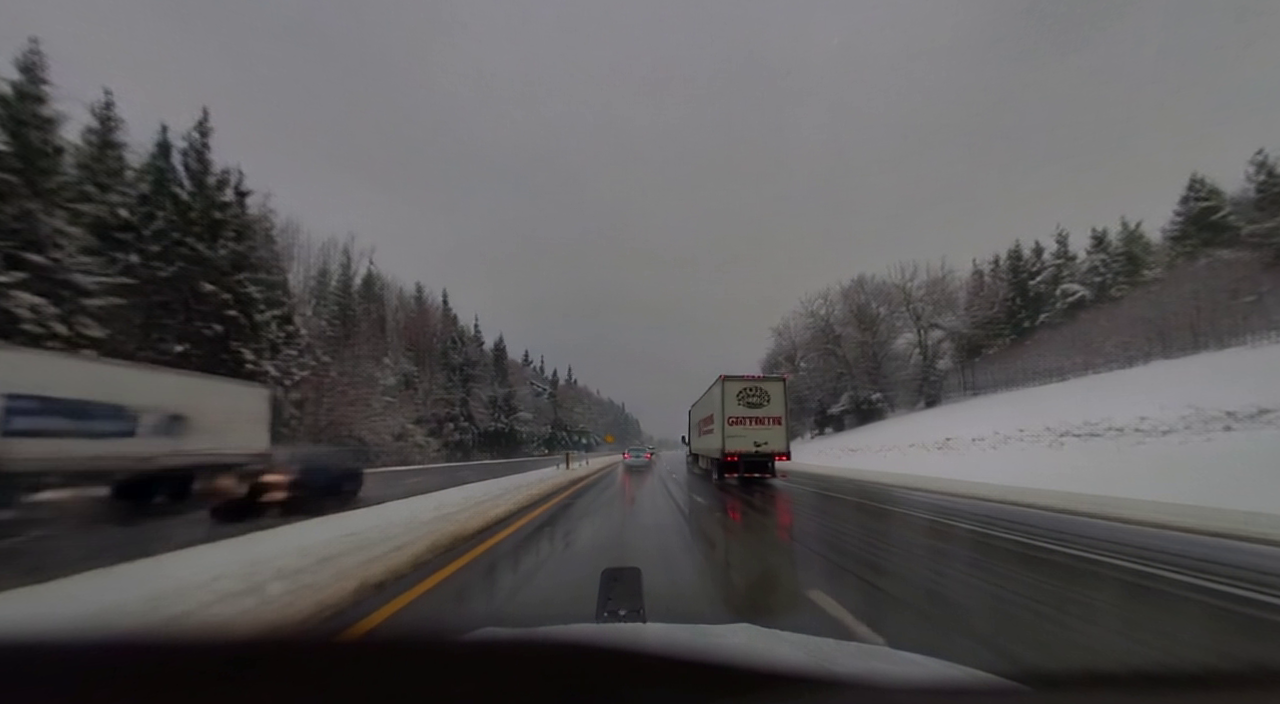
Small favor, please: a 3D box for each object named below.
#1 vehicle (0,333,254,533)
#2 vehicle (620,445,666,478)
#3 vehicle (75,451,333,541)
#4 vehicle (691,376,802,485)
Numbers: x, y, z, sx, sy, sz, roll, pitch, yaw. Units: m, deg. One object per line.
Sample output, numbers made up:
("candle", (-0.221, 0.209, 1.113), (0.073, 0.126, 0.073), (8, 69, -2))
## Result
("vehicle", (-13.634, 1.851, 13.964), (3.135, 3.736, 10.955), (0, -9, 0))
("vehicle", (0.139, 5.210, 30.204), (2.074, 1.475, 3.960), (0, -9, 0))
("vehicle", (-8.599, 2.827, 13.140), (1.975, 1.514, 4.708), (0, -9, 0))
("vehicle", (4.572, 4.059, 30.905), (2.909, 4.074, 14.457), (0, -9, 0))
